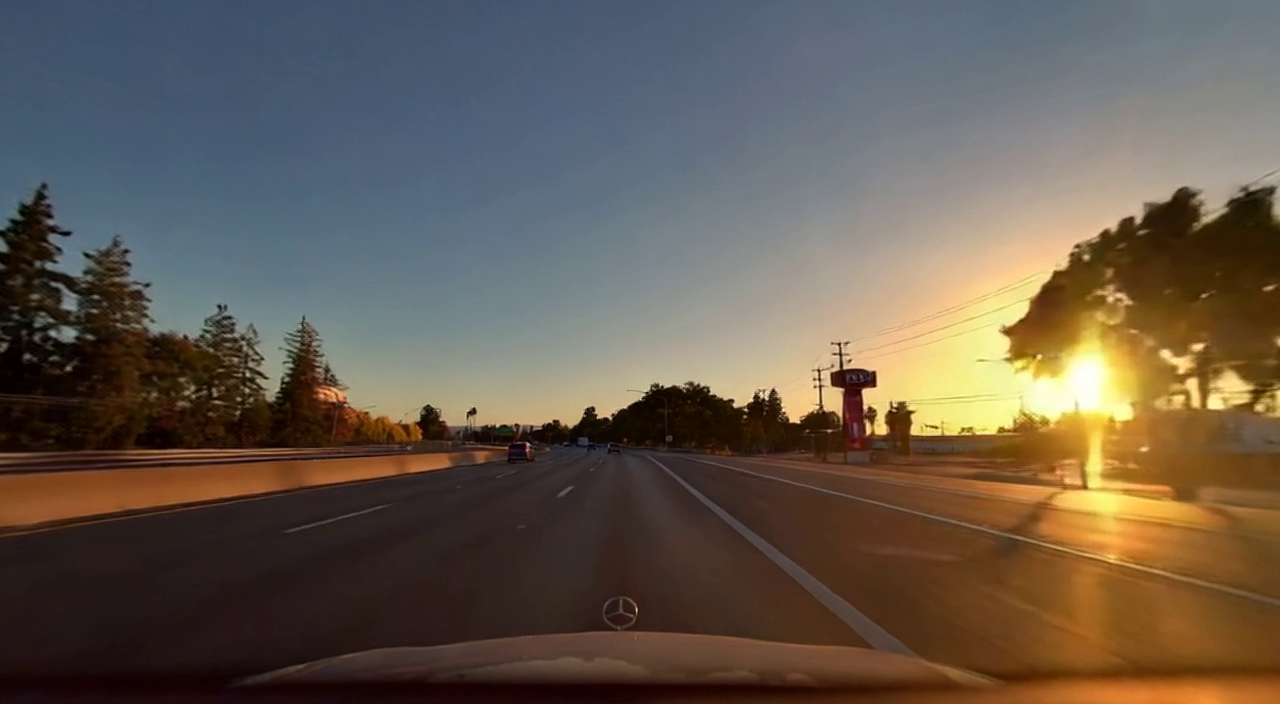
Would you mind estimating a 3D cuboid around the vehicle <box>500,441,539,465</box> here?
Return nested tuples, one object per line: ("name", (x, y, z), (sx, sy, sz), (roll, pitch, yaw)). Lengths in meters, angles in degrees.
("vehicle", (-8.702, 7.313, 45.898), (2.053, 1.682, 4.423), (0, -8, -1))
